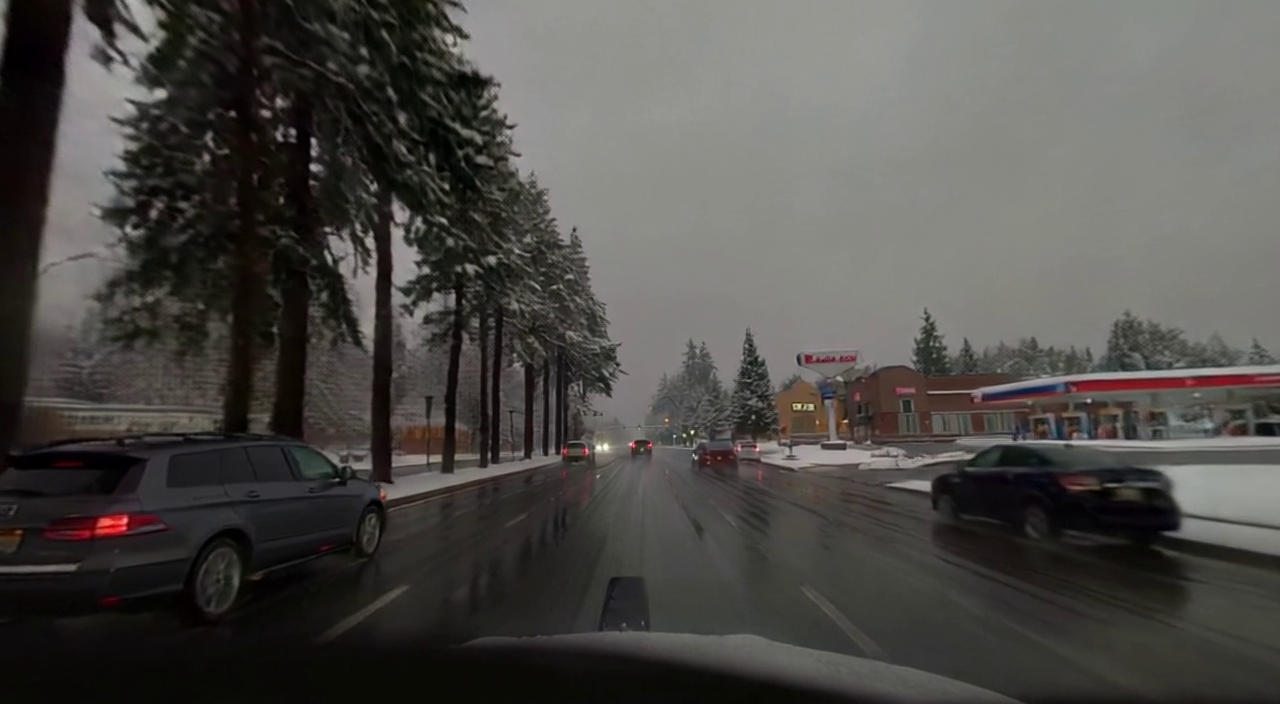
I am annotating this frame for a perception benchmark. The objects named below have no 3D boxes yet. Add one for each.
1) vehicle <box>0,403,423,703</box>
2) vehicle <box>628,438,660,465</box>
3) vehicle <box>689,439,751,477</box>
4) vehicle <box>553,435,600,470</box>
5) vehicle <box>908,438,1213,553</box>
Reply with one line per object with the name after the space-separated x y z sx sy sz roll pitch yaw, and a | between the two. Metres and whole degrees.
-3.988 1.416 5.849 1.988 1.530 5.155 0 -8 2 | vehicle
0.227 6.226 39.505 1.922 1.579 3.642 0 -8 0 | vehicle
3.363 4.528 27.272 2.010 1.486 4.498 0 -8 -1 | vehicle
-3.400 5.501 34.603 2.051 1.747 4.370 0 -8 1 | vehicle
6.243 2.134 10.163 1.856 1.421 4.357 0 -8 -1 | vehicle
